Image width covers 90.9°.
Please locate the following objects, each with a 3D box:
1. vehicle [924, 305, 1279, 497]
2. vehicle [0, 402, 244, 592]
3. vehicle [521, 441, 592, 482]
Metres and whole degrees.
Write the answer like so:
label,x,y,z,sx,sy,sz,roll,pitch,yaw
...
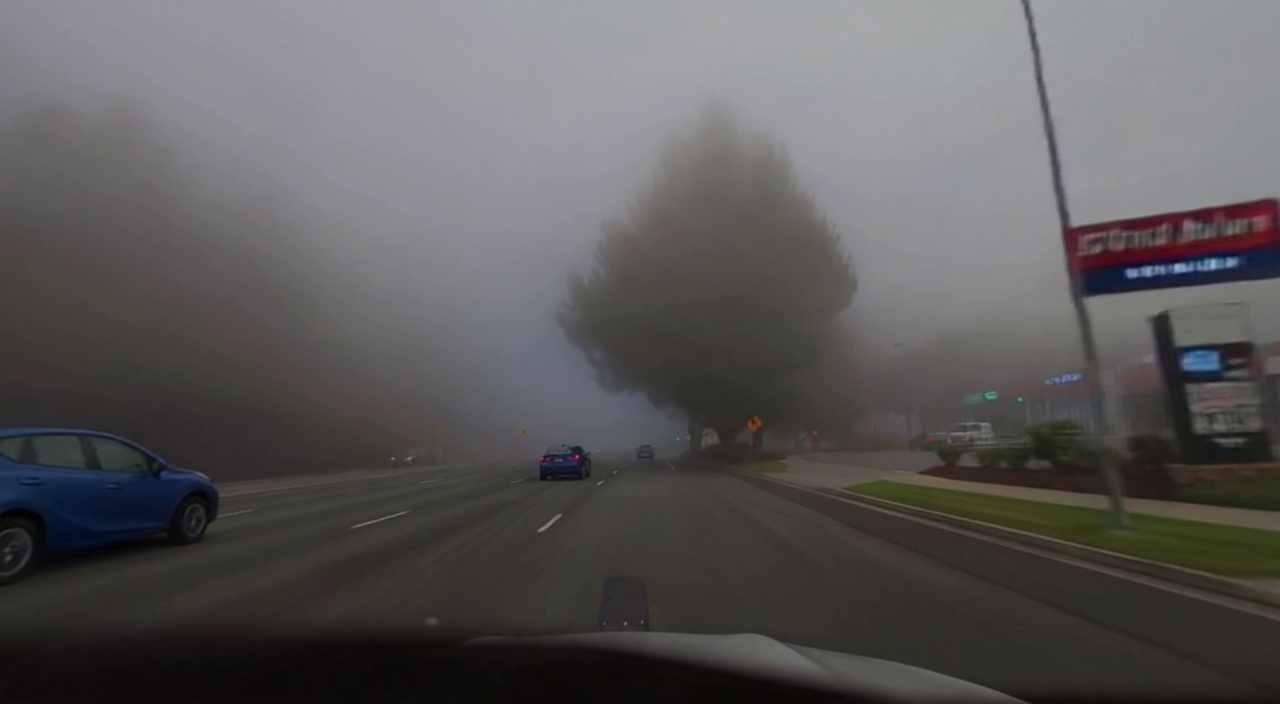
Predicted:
label,x,y,z,sx,sy,sz,roll,pitch,yaw
vehicle,11.996,1.712,17.545,2.995,3.704,10.928,0,-9,-1
vehicle,-6.893,1.510,6.977,2.043,1.726,4.472,0,-9,1
vehicle,-3.203,4.323,25.237,2.152,1.479,4.394,0,-9,1
